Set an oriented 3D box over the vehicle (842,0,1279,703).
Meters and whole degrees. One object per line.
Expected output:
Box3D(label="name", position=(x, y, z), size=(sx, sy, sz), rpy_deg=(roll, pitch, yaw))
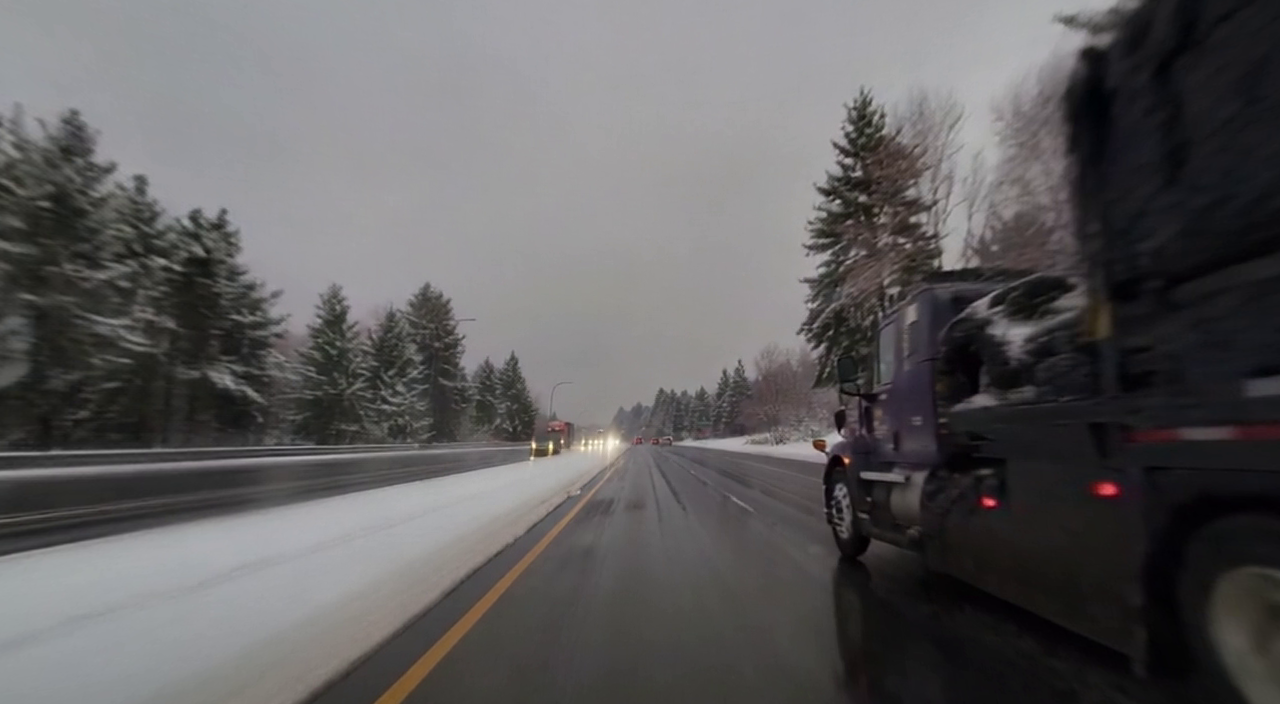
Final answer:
Box3D(label="vehicle", position=(4.025, -0.089, 4.236), size=(3.057, 4.041, 6.788), rpy_deg=(0, -8, 1))
